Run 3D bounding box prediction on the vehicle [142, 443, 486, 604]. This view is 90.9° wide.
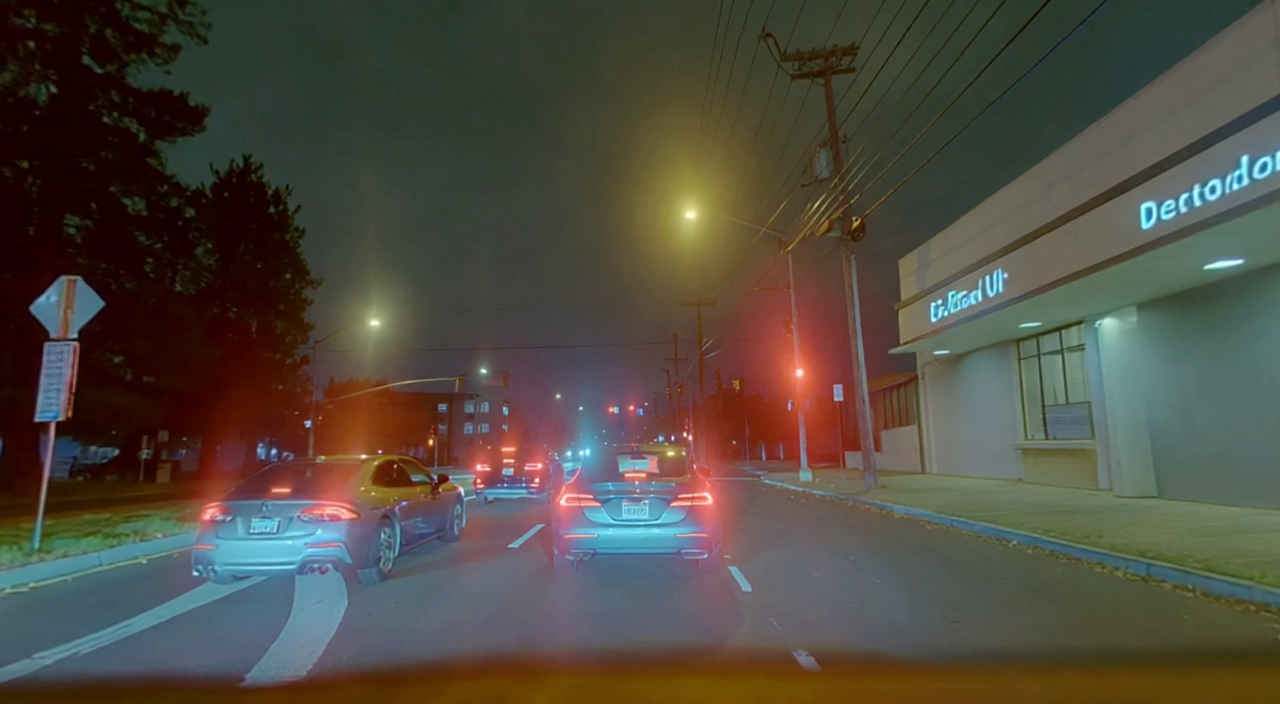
[{"bbox_3d":[-3.227,1.737,7.330,1.765,1.319,4.013,0,-9,2],"label":"vehicle"}]

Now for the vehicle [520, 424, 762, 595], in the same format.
[{"bbox_3d":[-0.001,1.674,7.540,2.101,1.469,3.955,0,-9,0],"label":"vehicle"}]
